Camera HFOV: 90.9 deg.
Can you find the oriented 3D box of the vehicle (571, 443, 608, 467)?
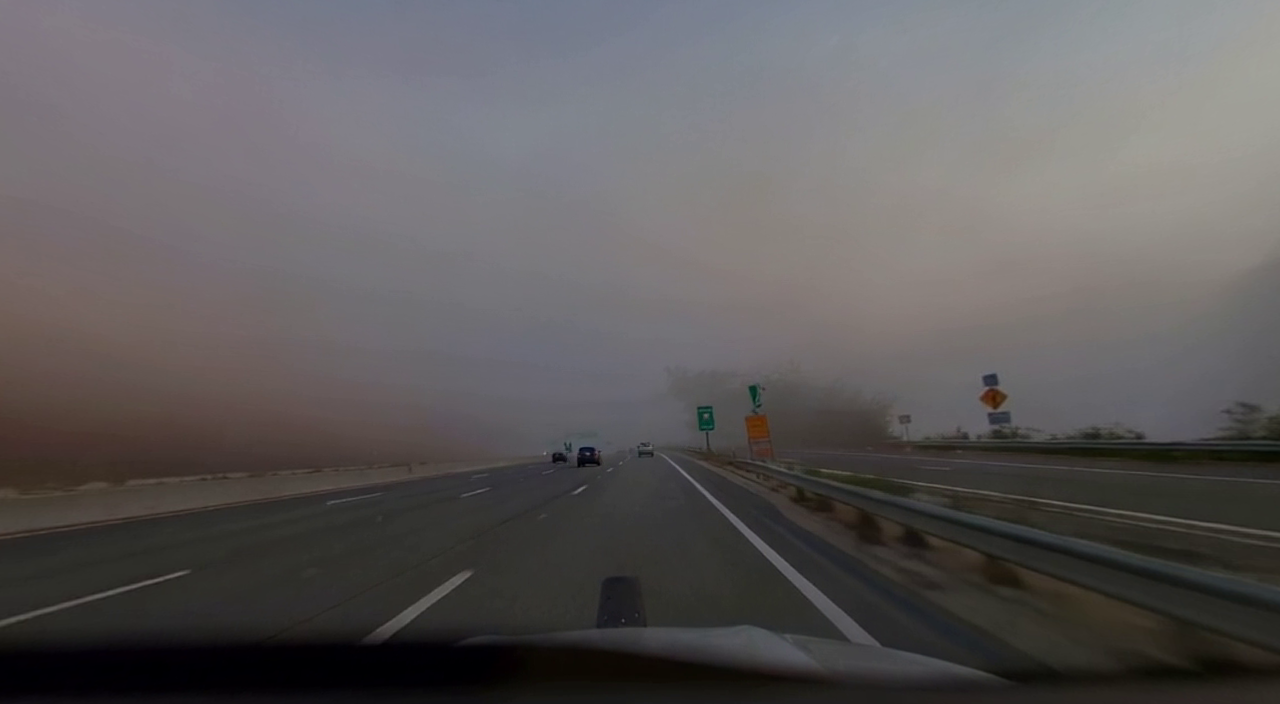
[{"bbox_3d":[-3.326,6.881,42.197,2.112,1.489,4.266,-1,-8,0],"label":"vehicle"}]
